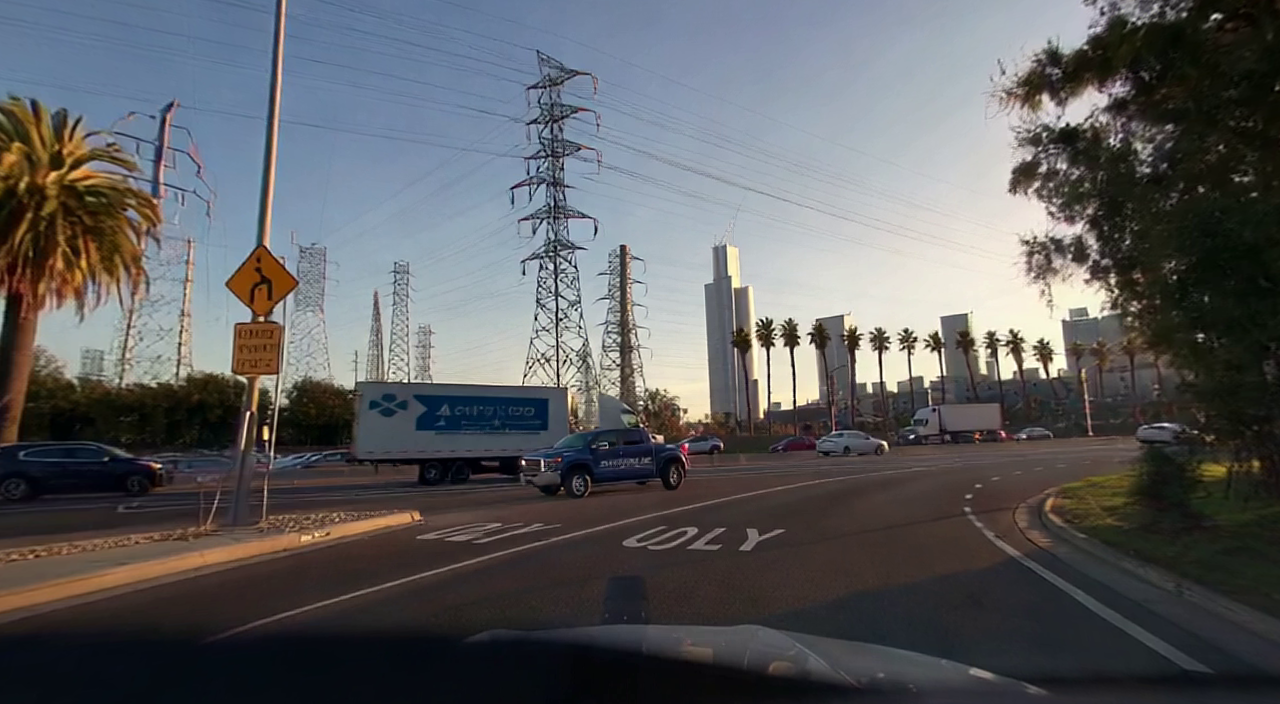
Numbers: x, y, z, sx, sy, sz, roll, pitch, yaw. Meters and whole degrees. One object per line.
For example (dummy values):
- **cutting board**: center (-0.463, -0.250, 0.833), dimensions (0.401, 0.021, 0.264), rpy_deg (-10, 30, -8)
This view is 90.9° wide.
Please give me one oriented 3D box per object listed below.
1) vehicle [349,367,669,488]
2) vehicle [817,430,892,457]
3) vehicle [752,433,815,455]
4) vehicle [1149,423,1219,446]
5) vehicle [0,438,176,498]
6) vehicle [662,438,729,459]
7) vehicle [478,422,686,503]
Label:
- **vehicle**: center (-4.675, 2.975, 24.279), dimensions (11.567, 3.933, 2.903), rpy_deg (4, -9, -26)
- **vehicle**: center (13.448, 5.750, 39.466), dimensions (4.234, 1.589, 1.923), rpy_deg (4, -10, -26)
- **vehicle**: center (11.010, 7.053, 48.395), dimensions (4.532, 1.567, 1.847), rpy_deg (4, -10, -26)
- **vehicle**: center (38.744, 5.898, 44.905), dimensions (4.543, 1.586, 1.983), rpy_deg (4, -9, -25)
- **vehicle**: center (-20.388, 4.064, 22.361), dimensions (5.866, 1.950, 2.266), rpy_deg (4, -9, -24)
- **vehicle**: center (3.945, 6.806, 44.489), dimensions (4.419, 1.451, 1.792), rpy_deg (4, -11, -28)
- **vehicle**: center (-1.456, 2.902, 16.916), dimensions (5.132, 1.848, 2.101), rpy_deg (6, -10, -34)
